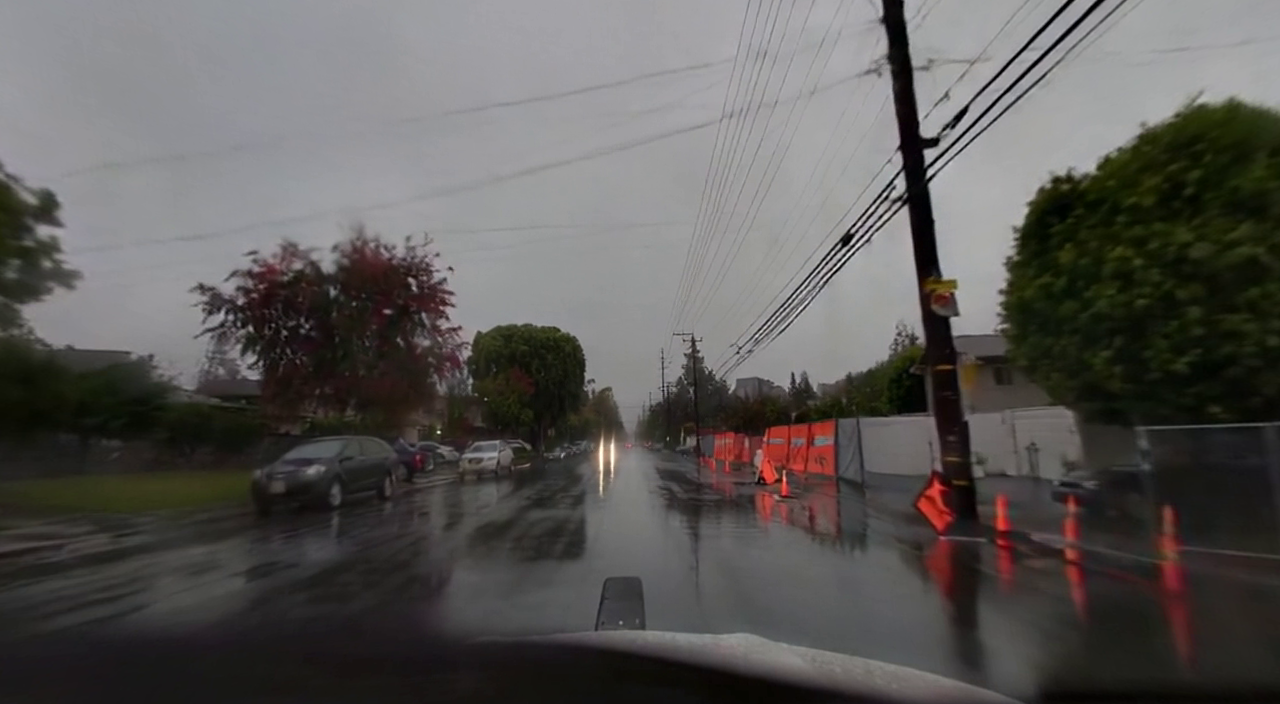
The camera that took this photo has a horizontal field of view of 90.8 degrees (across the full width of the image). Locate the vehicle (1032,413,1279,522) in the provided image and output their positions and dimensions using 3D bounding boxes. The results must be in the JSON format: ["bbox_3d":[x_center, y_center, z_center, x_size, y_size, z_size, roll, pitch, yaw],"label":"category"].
[{"bbox_3d":[9.916,1.930,10.810,4.954,1.670,2.052,0,-9,2],"label":"vehicle"}]

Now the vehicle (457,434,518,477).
[{"bbox_3d":[-6.836,4.707,28.706,1.932,1.743,4.079,-2,-9,-2],"label":"vehicle"}]

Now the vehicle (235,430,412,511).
[{"bbox_3d":[-7.703,2.912,16.044,2.019,1.723,4.650,0,-9,1],"label":"vehicle"}]
